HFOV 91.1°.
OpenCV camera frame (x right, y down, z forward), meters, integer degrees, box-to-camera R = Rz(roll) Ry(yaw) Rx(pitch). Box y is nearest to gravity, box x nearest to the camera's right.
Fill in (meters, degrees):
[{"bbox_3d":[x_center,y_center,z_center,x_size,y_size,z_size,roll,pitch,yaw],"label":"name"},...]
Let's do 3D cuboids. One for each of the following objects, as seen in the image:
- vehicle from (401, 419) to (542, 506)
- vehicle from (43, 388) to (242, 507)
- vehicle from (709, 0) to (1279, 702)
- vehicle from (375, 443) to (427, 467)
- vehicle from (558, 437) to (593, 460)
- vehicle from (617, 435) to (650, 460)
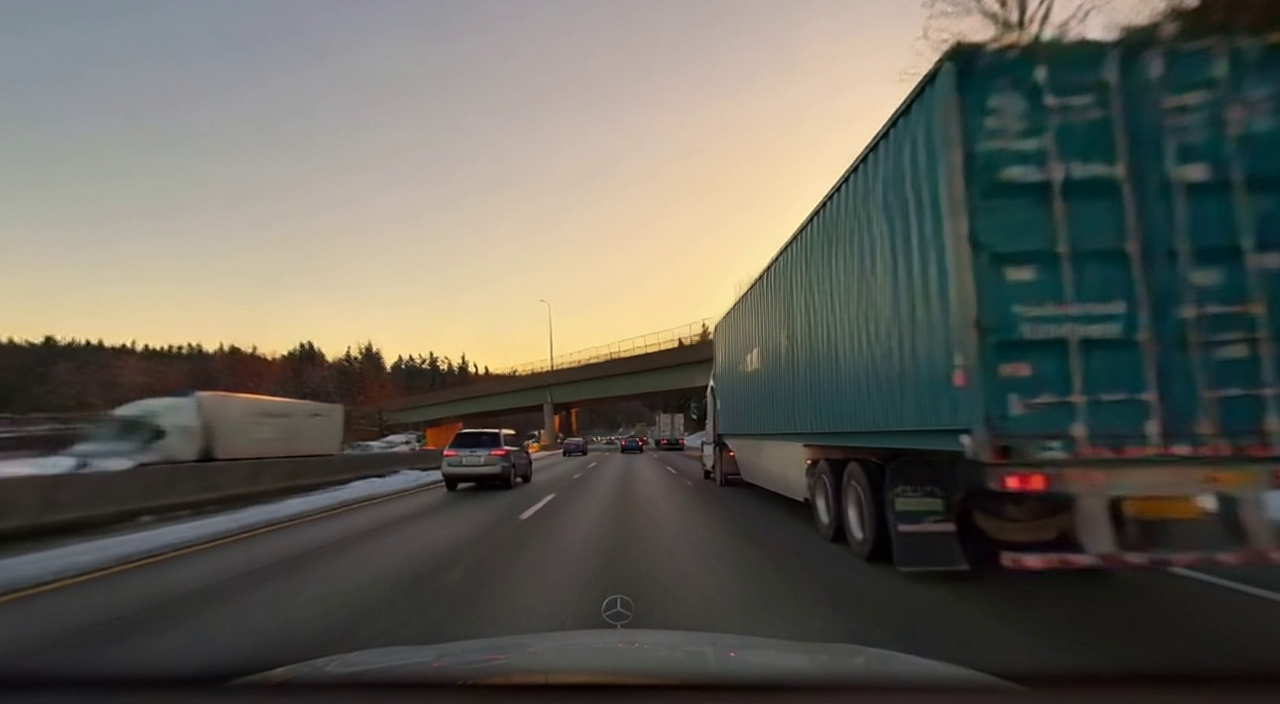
[{"bbox_3d":[-3.658,2.464,14.600,2.054,1.671,4.445,0,-8,0],"label":"vehicle"},{"bbox_3d":[-19.982,3.823,25.848,3.399,4.308,5.546,0,-7,-1],"label":"vehicle"},{"bbox_3d":[3.607,0.688,10.605,2.959,4.058,14.485,0,-8,-1],"label":"vehicle"},{"bbox_3d":[-16.118,6.929,42.612,1.840,1.483,4.105,-1,-8,0],"label":"vehicle"},{"bbox_3d":[-4.387,6.624,43.476,2.021,1.514,4.190,0,-8,-1],"label":"vehicle"},{"bbox_3d":[-0.441,6.276,41.593,2.088,1.567,4.240,0,-8,-1],"label":"vehicle"}]
